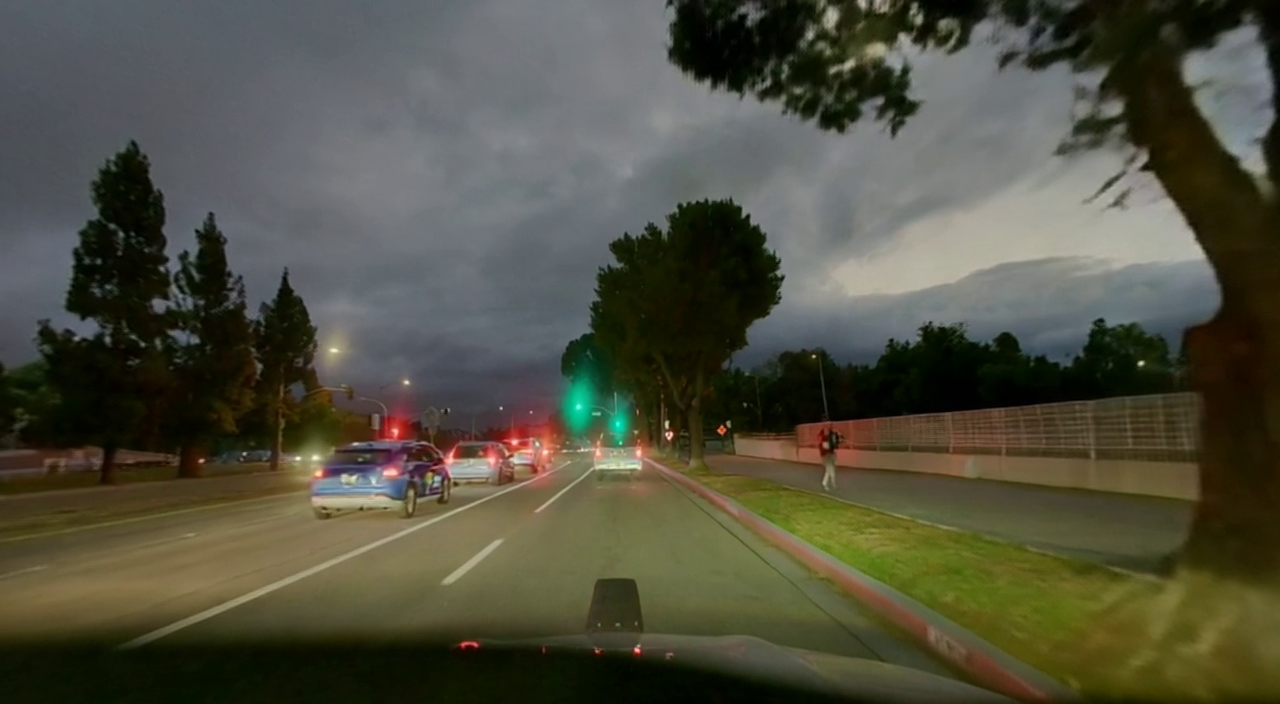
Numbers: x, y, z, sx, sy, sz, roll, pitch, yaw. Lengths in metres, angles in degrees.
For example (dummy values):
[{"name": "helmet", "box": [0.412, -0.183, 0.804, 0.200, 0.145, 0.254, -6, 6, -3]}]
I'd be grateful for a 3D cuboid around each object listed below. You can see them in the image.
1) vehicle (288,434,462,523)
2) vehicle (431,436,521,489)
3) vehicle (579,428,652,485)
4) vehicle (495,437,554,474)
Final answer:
[{"name": "vehicle", "box": [-5.497, 2.647, 13.813, 2.069, 1.616, 4.108, 0, -8, -1]}, {"name": "vehicle", "box": [-5.725, 3.910, 22.695, 2.010, 1.674, 4.484, 0, -8, 0]}, {"name": "vehicle", "box": [-0.892, 3.729, 22.835, 2.368, 1.829, 4.293, 0, -9, -2]}, {"name": "vehicle", "box": [-5.876, 5.318, 32.696, 2.188, 1.774, 4.477, 0, -8, 0]}]
